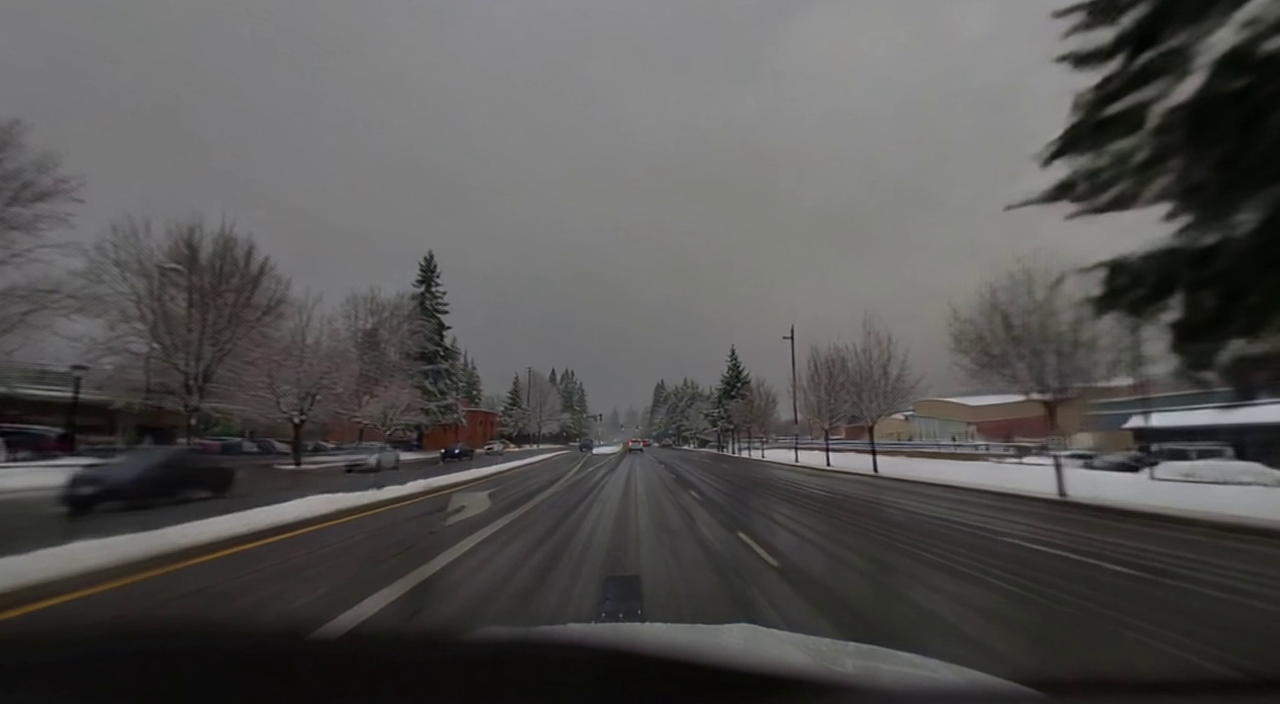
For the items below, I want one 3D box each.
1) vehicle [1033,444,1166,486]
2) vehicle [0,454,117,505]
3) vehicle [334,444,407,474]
[{"bbox_3d":[20.600,5.054,28.563,4.573,1.747,2.191,-6,-10,34],"label":"vehicle"},{"bbox_3d":[-19.787,4.072,20.560,1.787,1.437,4.414,0,-8,-1],"label":"vehicle"},{"bbox_3d":[-14.534,5.768,34.394,1.950,1.505,4.733,0,-8,-1],"label":"vehicle"}]
